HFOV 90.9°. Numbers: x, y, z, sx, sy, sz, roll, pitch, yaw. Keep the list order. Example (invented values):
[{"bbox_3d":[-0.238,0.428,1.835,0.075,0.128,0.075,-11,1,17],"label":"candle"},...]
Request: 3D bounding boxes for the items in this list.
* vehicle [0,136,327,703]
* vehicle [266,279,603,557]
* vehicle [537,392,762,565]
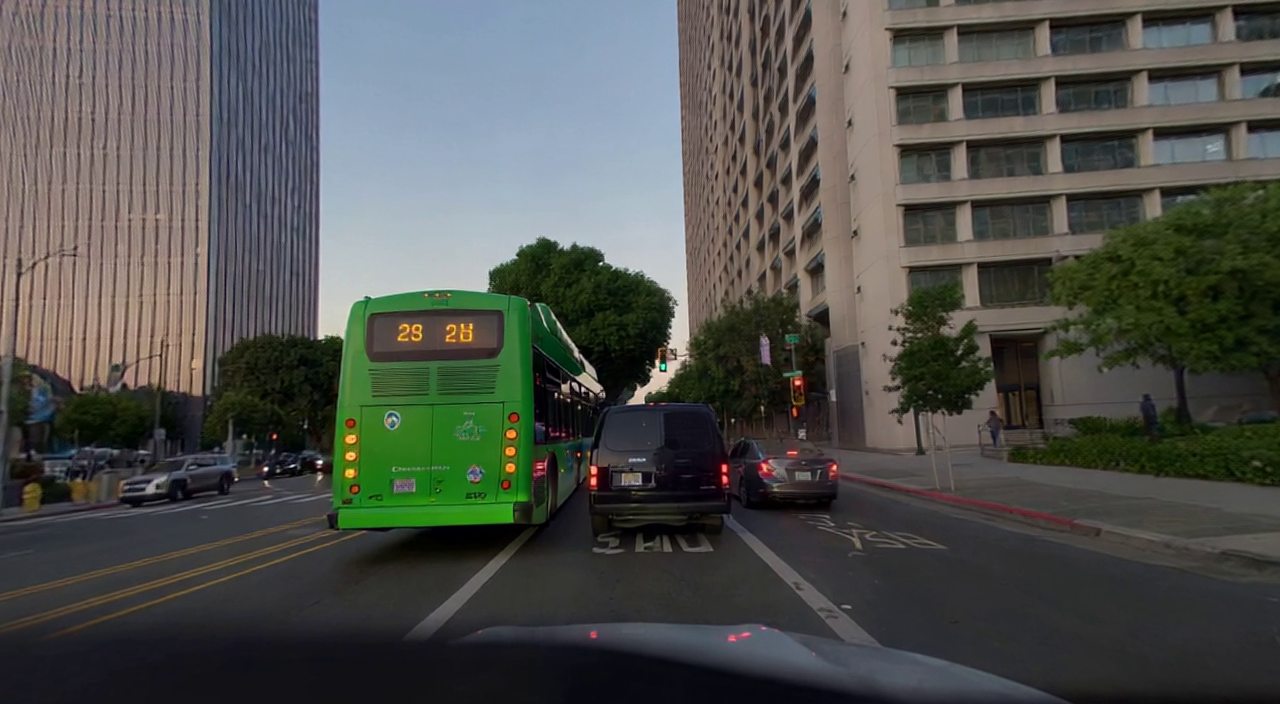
[{"bbox_3d":[-2.749,0.326,0.227,2.329,2.089,5.659,0,-9,0],"label":"vehicle"},{"bbox_3d":[-2.906,1.792,14.604,3.042,3.445,13.615,0,-9,1],"label":"vehicle"},{"bbox_3d":[0.133,1.740,9.274,2.500,1.912,4.270,0,-9,1],"label":"vehicle"}]
